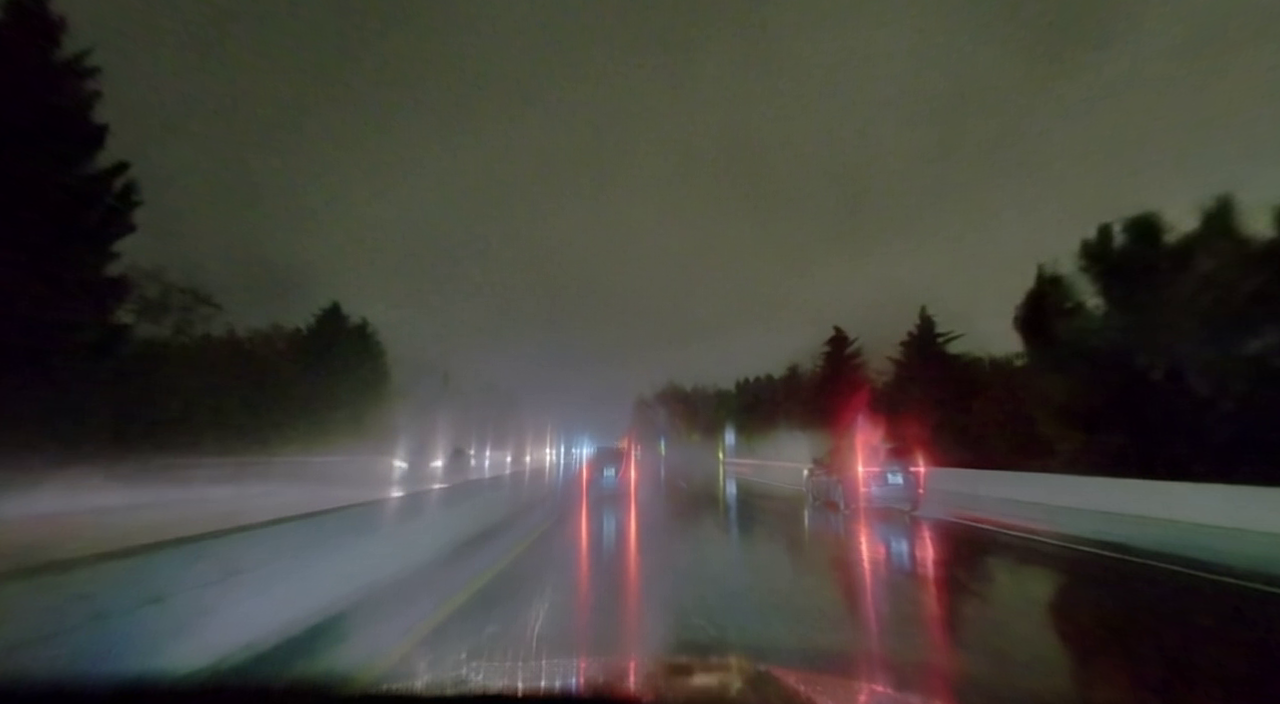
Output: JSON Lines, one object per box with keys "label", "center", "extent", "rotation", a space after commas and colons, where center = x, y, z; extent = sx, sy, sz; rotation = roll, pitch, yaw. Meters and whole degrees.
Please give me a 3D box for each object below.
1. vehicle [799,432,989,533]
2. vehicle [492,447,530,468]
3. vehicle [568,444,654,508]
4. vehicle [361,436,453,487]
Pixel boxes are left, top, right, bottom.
{"label": "vehicle", "center": [4.451, 2.333, 11.696], "extent": [1.910, 1.554, 3.718], "rotation": [0, -9, -1]}
{"label": "vehicle", "center": [-9.545, 7.826, 46.661], "extent": [1.899, 1.522, 4.578], "rotation": [0, -9, -1]}
{"label": "vehicle", "center": [-0.702, 3.238, 16.879], "extent": [2.013, 1.479, 4.169], "rotation": [0, -9, -1]}
{"label": "vehicle", "center": [-9.021, 4.263, 24.699], "extent": [2.033, 1.814, 4.280], "rotation": [0, -9, -1]}
